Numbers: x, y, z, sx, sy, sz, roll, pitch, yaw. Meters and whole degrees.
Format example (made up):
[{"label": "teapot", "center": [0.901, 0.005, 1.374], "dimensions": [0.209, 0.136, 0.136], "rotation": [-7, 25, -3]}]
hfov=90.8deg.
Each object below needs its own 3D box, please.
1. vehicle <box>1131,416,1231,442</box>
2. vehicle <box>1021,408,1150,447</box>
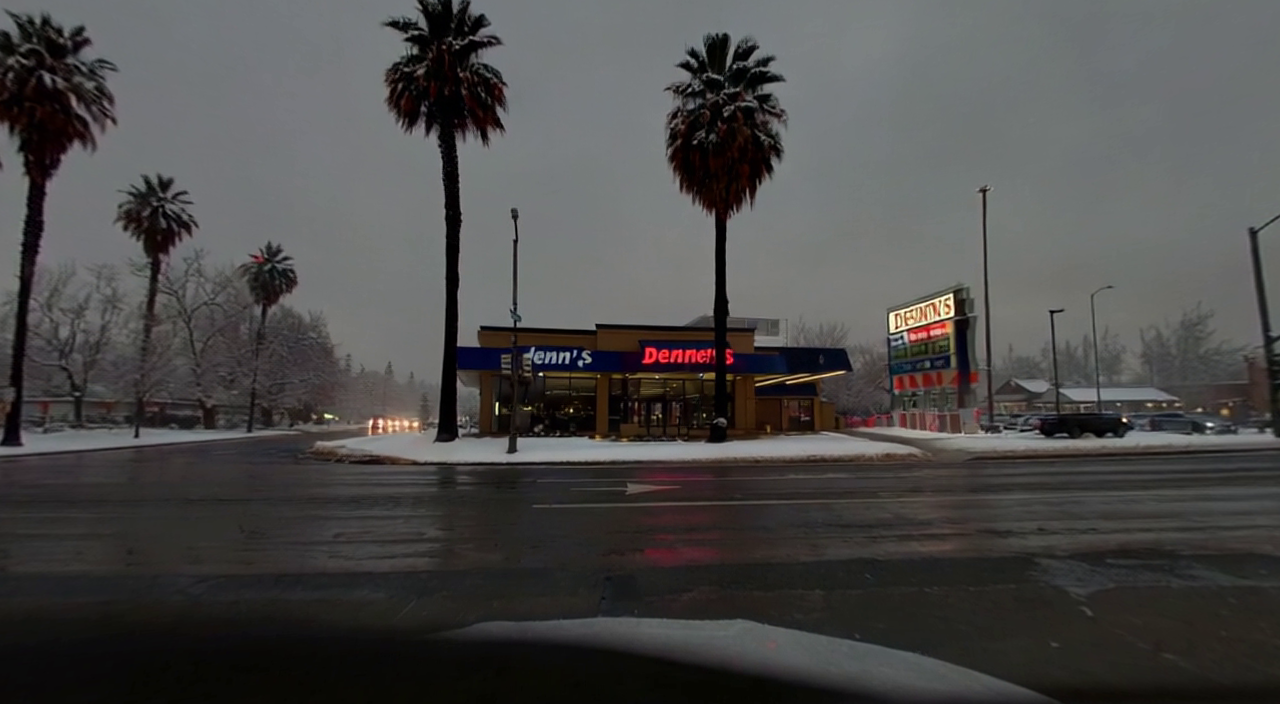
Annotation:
[{"label": "vehicle", "center": [33.913, 4.888, 39.783], "dimensions": [1.805, 1.466, 4.641], "rotation": [1, -9, -8]}, {"label": "vehicle", "center": [21.985, 3.709, 31.286], "dimensions": [4.880, 1.754, 2.202], "rotation": [0, -5, -7]}]
